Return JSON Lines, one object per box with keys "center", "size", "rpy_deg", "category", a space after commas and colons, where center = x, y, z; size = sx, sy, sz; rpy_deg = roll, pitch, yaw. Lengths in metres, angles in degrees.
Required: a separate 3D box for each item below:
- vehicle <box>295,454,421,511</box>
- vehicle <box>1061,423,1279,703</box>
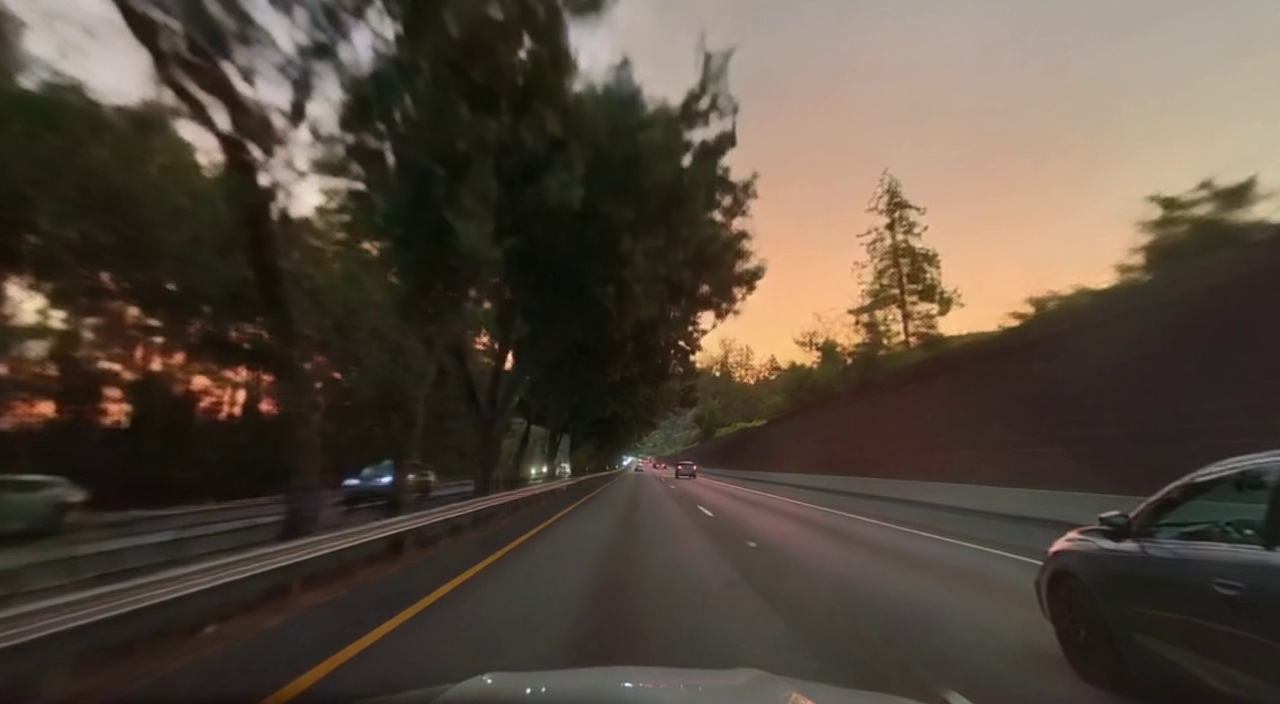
{"center": [-8.140, 3.802, 18.591], "size": [1.916, 1.457, 3.642], "rpy_deg": [1, -10, 1], "category": "vehicle"}
{"center": [3.645, 0.952, 2.024], "size": [1.825, 1.494, 3.959], "rpy_deg": [1, -10, 0], "category": "vehicle"}
